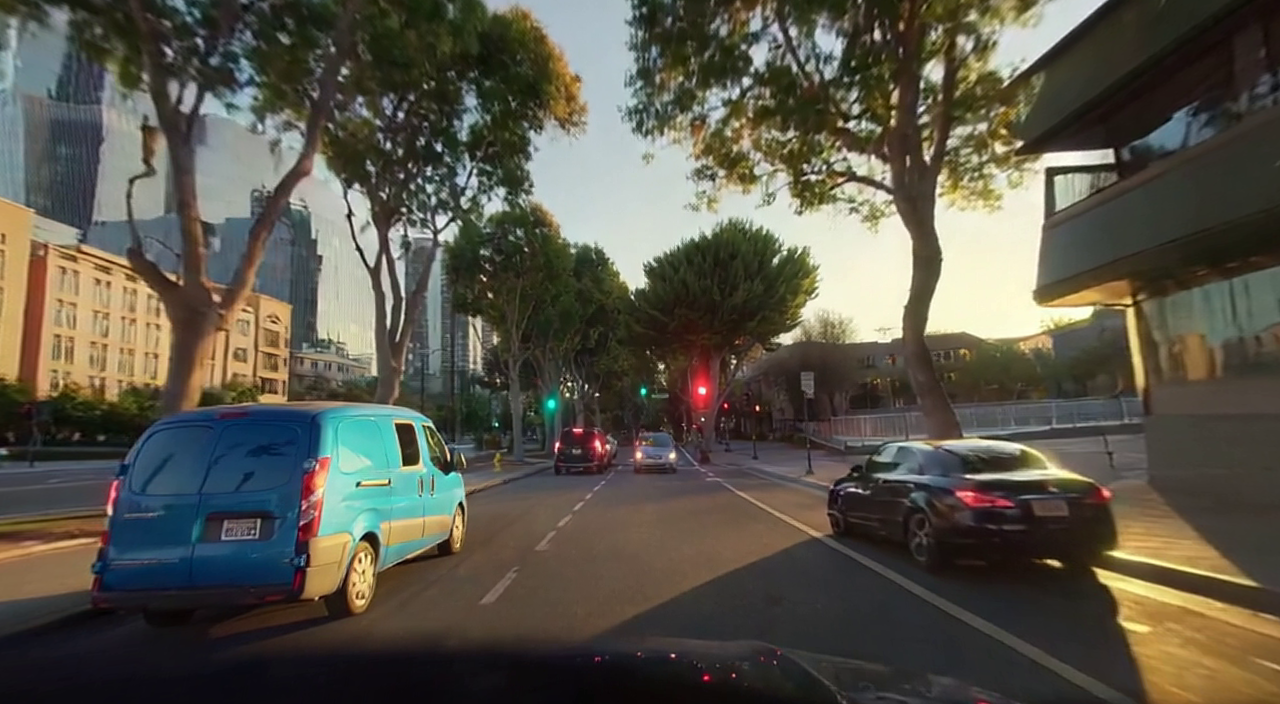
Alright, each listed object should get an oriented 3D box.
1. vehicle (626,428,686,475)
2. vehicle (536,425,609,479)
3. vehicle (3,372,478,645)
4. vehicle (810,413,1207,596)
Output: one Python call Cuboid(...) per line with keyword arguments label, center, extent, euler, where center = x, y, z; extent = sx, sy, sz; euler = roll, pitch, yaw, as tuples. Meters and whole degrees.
Cuboid(label="vehicle", center=(0.646, 3.995, 25.502), extent=(2.205, 1.727, 3.917), euler=(-1, -8, 2))
Cuboid(label="vehicle", center=(-2.386, 3.712, 23.661), extent=(2.124, 1.799, 4.587), euler=(-1, -8, 2))
Cuboid(label="vehicle", center=(-3.046, 1.259, 5.992), extent=(1.940, 1.722, 3.823), euler=(-1, -8, 1))
Cuboid(label="vehicle", center=(3.611, 1.558, 7.419), extent=(2.067, 1.479, 4.409), euler=(-1, -8, 1))
